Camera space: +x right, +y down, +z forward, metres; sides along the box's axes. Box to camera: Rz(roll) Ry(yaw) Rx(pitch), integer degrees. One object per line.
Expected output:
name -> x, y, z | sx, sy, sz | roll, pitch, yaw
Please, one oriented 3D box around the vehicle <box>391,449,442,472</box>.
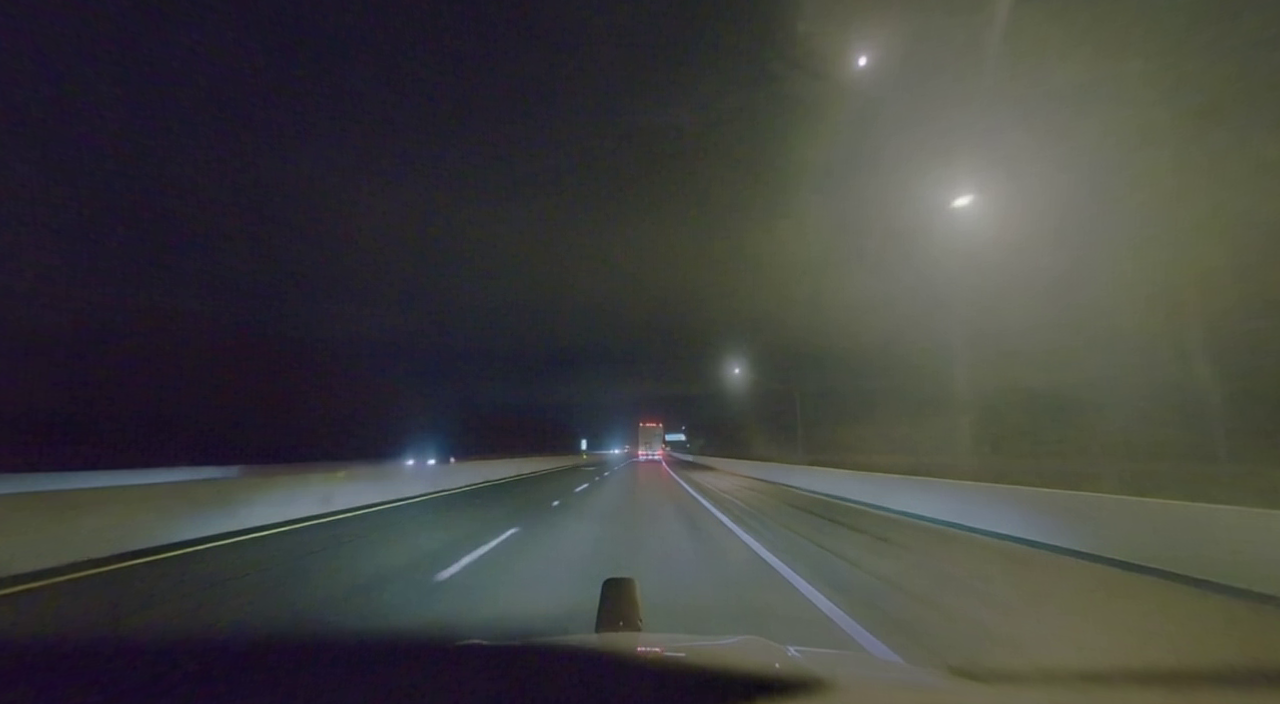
vehicle -> -15.501, 7.527, 43.996 | 1.881, 1.497, 4.397 | 0, -9, 1
